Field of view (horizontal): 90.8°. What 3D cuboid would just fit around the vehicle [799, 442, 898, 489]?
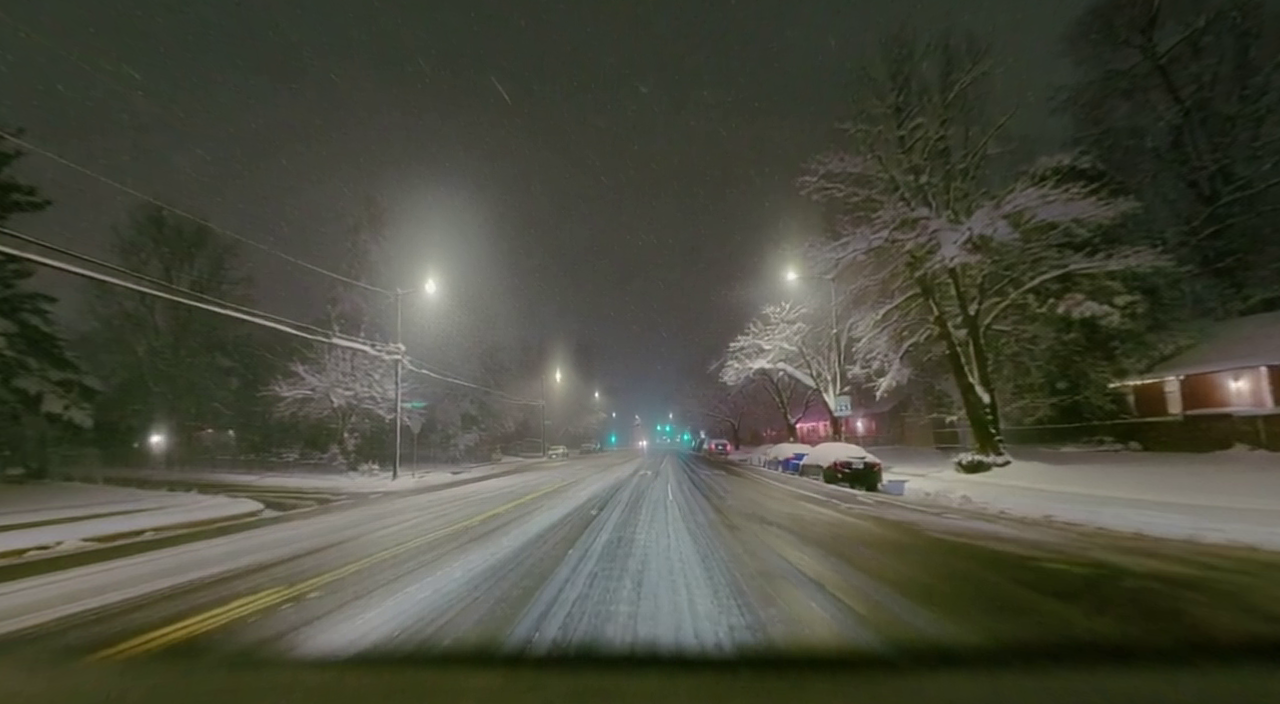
[{"bbox_3d":[7.168,3.928,22.302,1.940,1.481,4.650,0,-8,0],"label":"vehicle"}]
